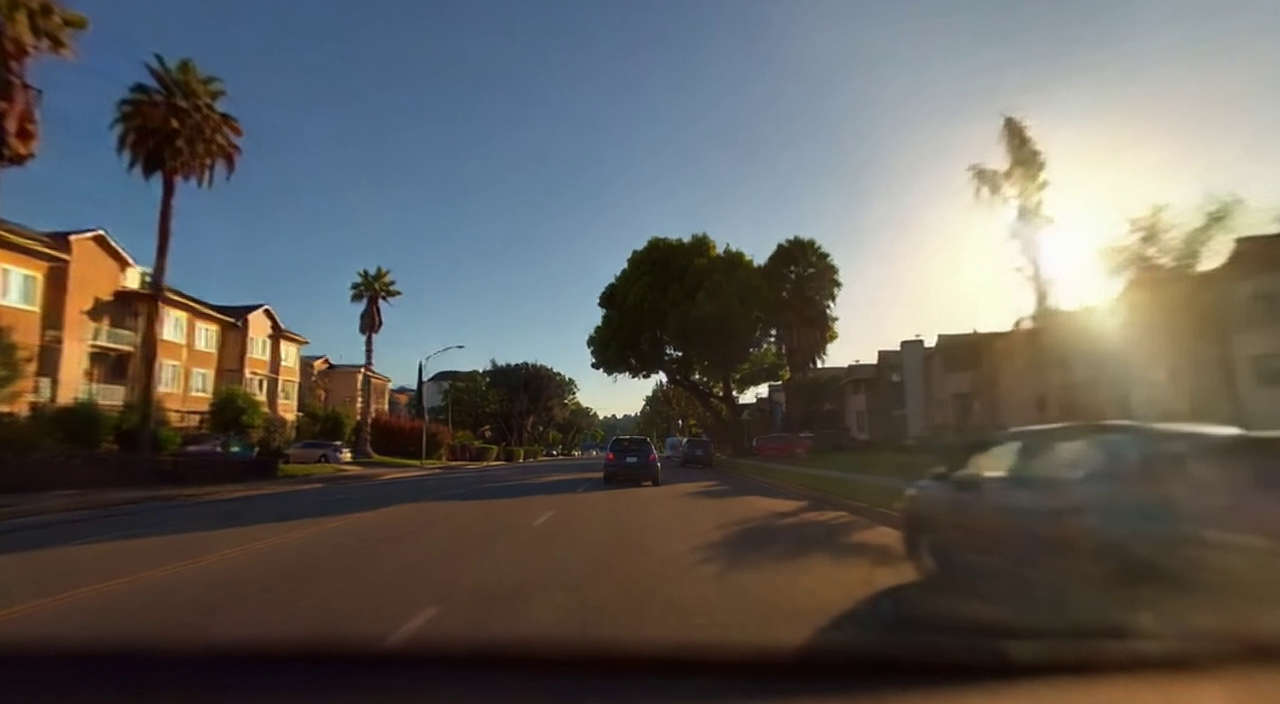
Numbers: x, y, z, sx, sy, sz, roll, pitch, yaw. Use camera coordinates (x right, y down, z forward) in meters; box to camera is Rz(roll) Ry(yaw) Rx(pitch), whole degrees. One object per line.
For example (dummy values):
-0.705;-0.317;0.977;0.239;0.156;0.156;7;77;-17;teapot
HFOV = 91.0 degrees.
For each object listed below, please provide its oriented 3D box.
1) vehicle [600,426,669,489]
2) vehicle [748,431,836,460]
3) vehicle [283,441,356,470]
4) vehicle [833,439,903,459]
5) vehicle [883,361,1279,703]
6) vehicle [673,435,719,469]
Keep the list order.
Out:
-0.200;3.422;20.733;1.994;1.810;5.057;0;-8;-1;vehicle
10.876;6.739;45.501;5.709;2.017;2.435;0;-8;-1;vehicle
-21.414;6.899;42.364;2.196;1.820;4.955;0;-8;1;vehicle
16.480;7.030;45.629;4.317;1.420;1.828;0;-8;0;vehicle
3.502;1.150;4.286;1.949;1.685;4.161;0;-8;-1;vehicle
3.408;6.203;39.227;2.416;1.922;5.023;0;-8;0;vehicle
